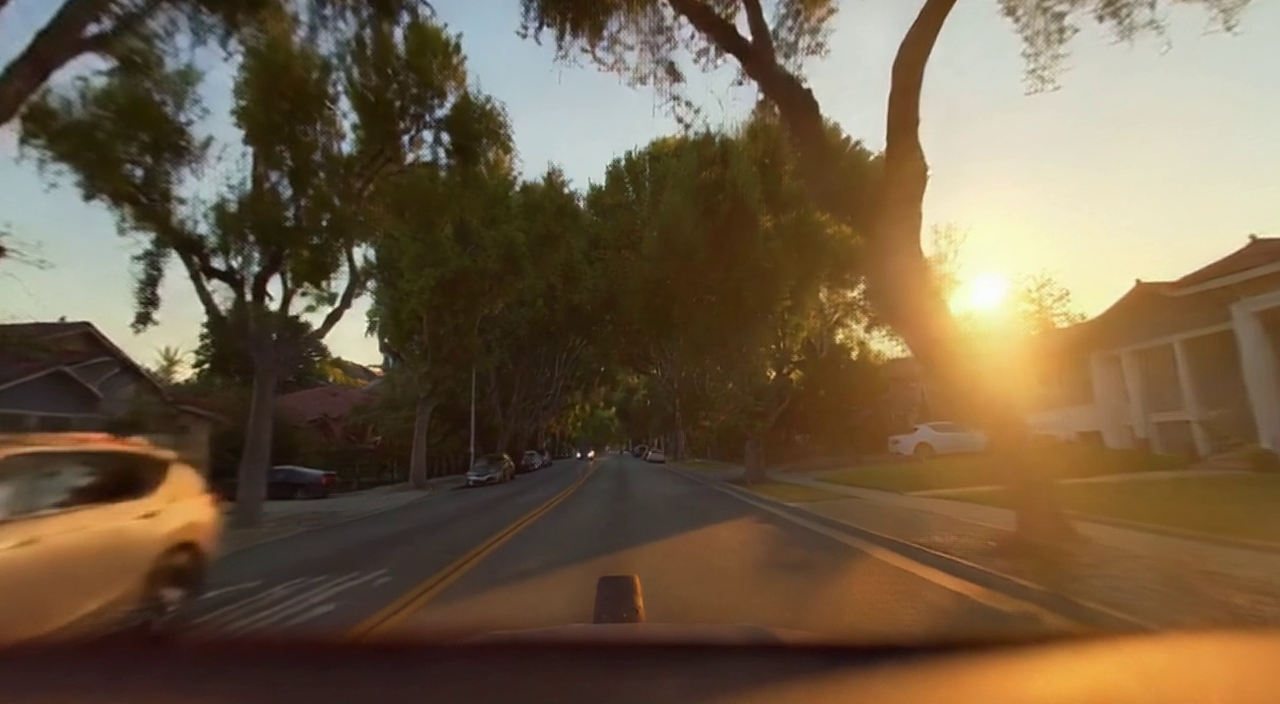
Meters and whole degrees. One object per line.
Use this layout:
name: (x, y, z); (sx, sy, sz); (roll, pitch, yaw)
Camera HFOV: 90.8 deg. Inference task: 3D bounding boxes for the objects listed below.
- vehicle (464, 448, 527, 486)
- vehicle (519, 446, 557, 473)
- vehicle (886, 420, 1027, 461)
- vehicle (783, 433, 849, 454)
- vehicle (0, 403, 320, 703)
vehicle: (-6.843, 5.471, 30.369); (2.031, 1.662, 4.194); (0, -9, -1)
vehicle: (-7.145, 7.574, 44.701); (2.033, 1.721, 4.328); (0, -9, -1)
vehicle: (12.144, 3.457, 24.555); (4.389, 1.480, 2.038); (-2, -9, 9)
vehicle: (12.624, 6.634, 45.563); (4.370, 1.433, 1.889); (-1, -9, 12)
vehicle: (-4.128, 1.223, 3.846); (1.973, 1.683, 4.400); (0, -9, 1)
